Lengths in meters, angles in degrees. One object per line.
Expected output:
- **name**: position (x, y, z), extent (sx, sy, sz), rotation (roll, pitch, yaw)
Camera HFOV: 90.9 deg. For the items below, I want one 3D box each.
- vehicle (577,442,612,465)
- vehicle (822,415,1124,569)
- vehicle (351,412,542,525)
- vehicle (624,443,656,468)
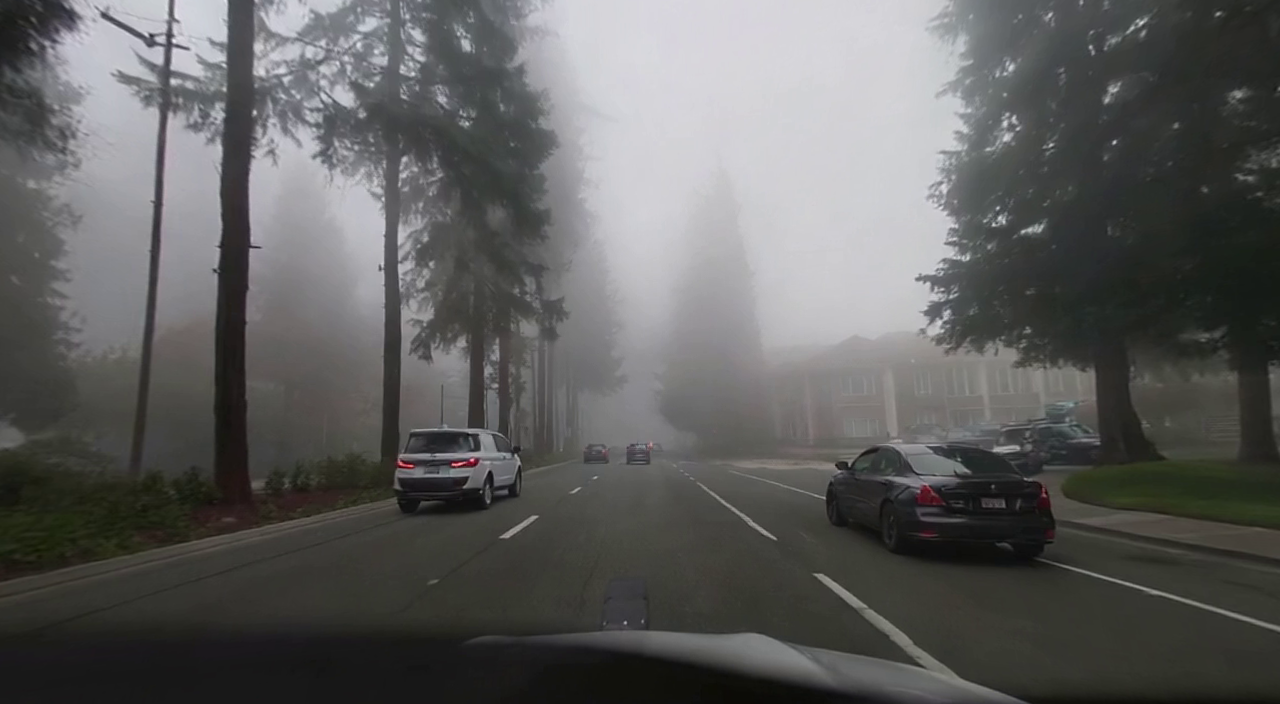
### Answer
- **vehicle**: position (-3.303, 7.474, 46.609), extent (2.091, 1.548, 4.604), rotation (0, -8, 2)
- **vehicle**: position (4.101, 1.785, 8.798), extent (1.969, 1.593, 4.293), rotation (0, -8, 2)
- **vehicle**: position (-3.568, 2.281, 12.863), extent (2.216, 1.828, 4.886), rotation (0, -8, 2)
- **vehicle**: position (0.062, 6.630, 40.686), extent (1.940, 1.501, 4.133), rotation (0, -8, 1)
